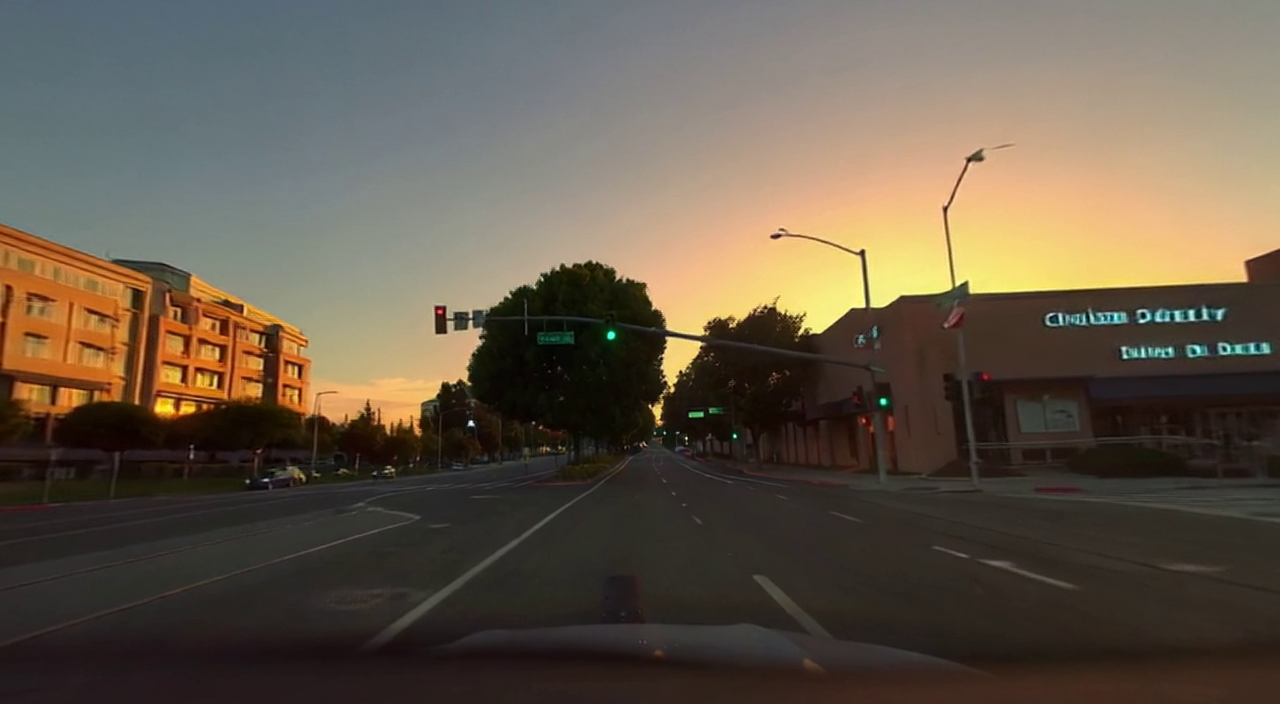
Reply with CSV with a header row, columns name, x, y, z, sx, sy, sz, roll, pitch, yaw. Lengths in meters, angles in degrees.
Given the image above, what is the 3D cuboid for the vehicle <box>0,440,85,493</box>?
name,x,y,z,sx,sy,sz,roll,pitch,yaw
vehicle,-41.018,7.402,40.995,7.220,3.287,2.764,0,-8,1

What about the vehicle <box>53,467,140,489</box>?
name,x,y,z,sx,sy,sz,roll,pitch,yaw
vehicle,-41.506,9.622,48.312,4.710,1.453,1.928,0,-8,-2
